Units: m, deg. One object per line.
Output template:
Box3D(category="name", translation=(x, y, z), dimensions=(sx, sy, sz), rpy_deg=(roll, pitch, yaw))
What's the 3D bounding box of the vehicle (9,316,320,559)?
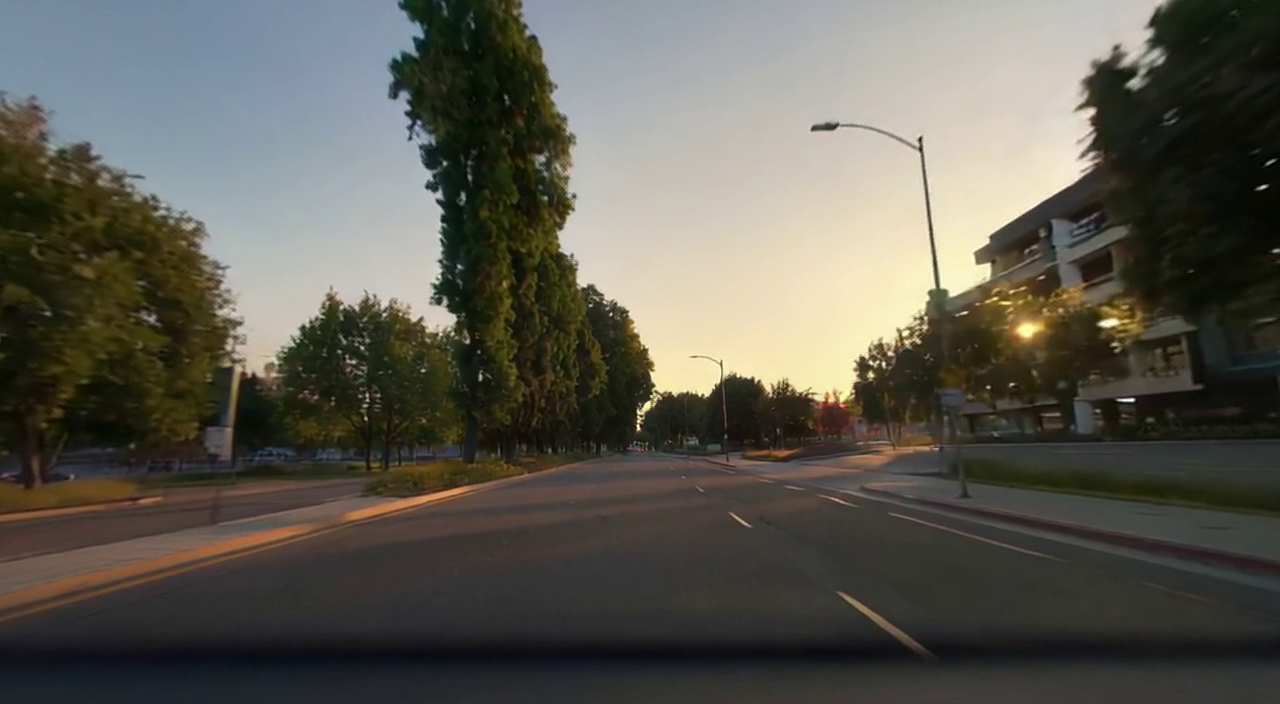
Box3D(category="vehicle", translation=(-7.528, 1.408, 10.554), dimensions=(2.837, 3.274, 3.013), rpy_deg=(-4, -9, -3))
